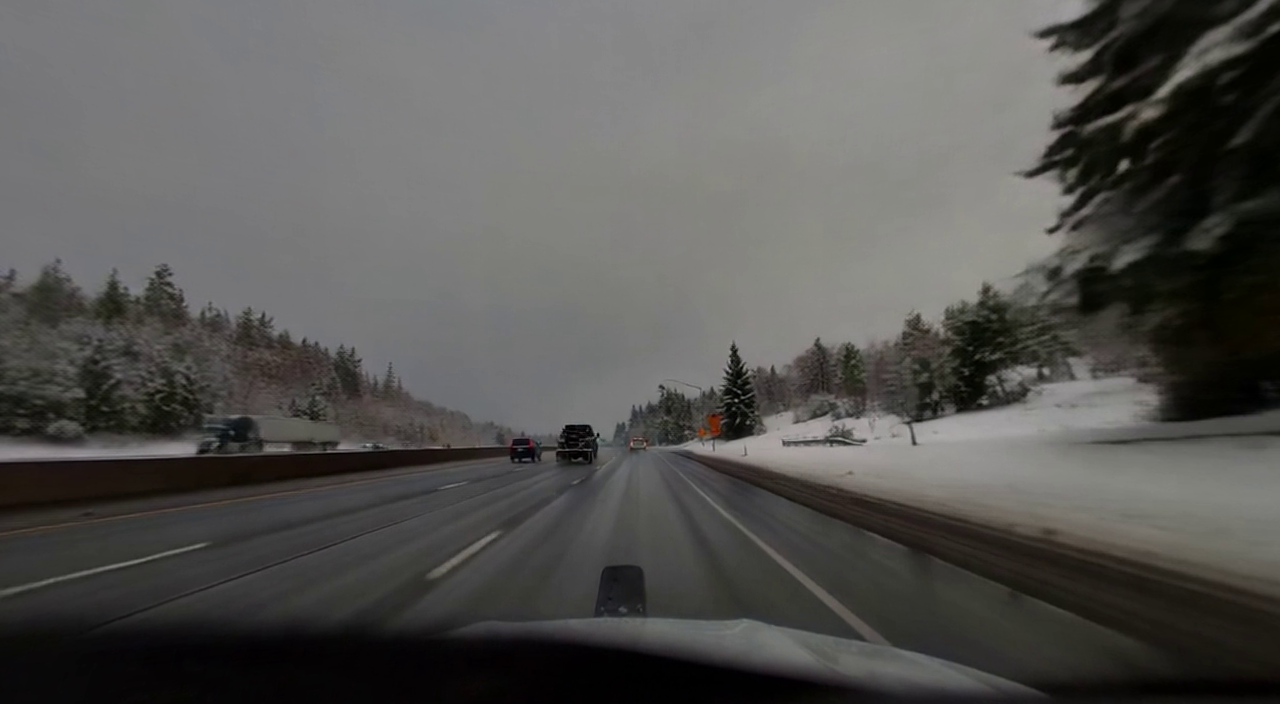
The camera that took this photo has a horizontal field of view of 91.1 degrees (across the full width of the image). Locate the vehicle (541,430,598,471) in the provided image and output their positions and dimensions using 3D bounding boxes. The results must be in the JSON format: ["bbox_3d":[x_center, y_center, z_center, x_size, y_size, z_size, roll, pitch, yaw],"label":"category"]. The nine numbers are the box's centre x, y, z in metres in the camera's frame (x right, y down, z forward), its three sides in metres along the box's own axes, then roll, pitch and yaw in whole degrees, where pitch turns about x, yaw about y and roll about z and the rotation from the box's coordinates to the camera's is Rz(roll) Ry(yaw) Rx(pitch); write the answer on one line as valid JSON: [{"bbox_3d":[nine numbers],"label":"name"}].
[{"bbox_3d":[-3.215,4.597,29.311,2.194,1.766,3.720,0,-8,0],"label":"vehicle"}]

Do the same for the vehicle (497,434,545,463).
[{"bbox_3d":[-7.518,6.157,40.115,2.078,1.729,4.722,0,-8,0],"label":"vehicle"}]
